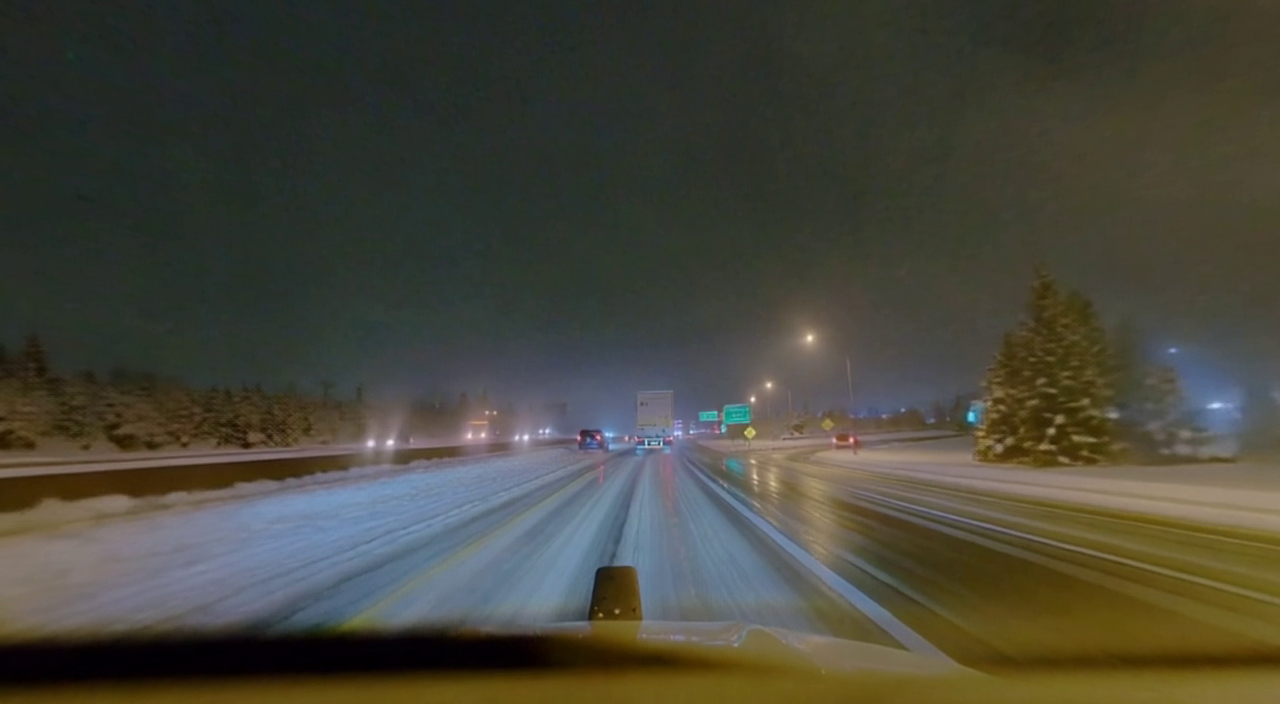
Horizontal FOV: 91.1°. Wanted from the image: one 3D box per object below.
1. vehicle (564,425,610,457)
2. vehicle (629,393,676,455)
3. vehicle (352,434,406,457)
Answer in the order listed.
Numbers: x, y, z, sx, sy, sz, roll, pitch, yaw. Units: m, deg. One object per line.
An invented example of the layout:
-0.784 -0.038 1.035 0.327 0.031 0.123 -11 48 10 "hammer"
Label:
-3.088 5.309 37.495 2.119 1.787 4.655 -1 -8 3 "vehicle"
0.970 5.354 45.995 3.024 4.019 10.605 0 -8 2 "vehicle"
-18.866 6.745 45.583 1.879 1.549 4.119 -1 -8 4 "vehicle"
